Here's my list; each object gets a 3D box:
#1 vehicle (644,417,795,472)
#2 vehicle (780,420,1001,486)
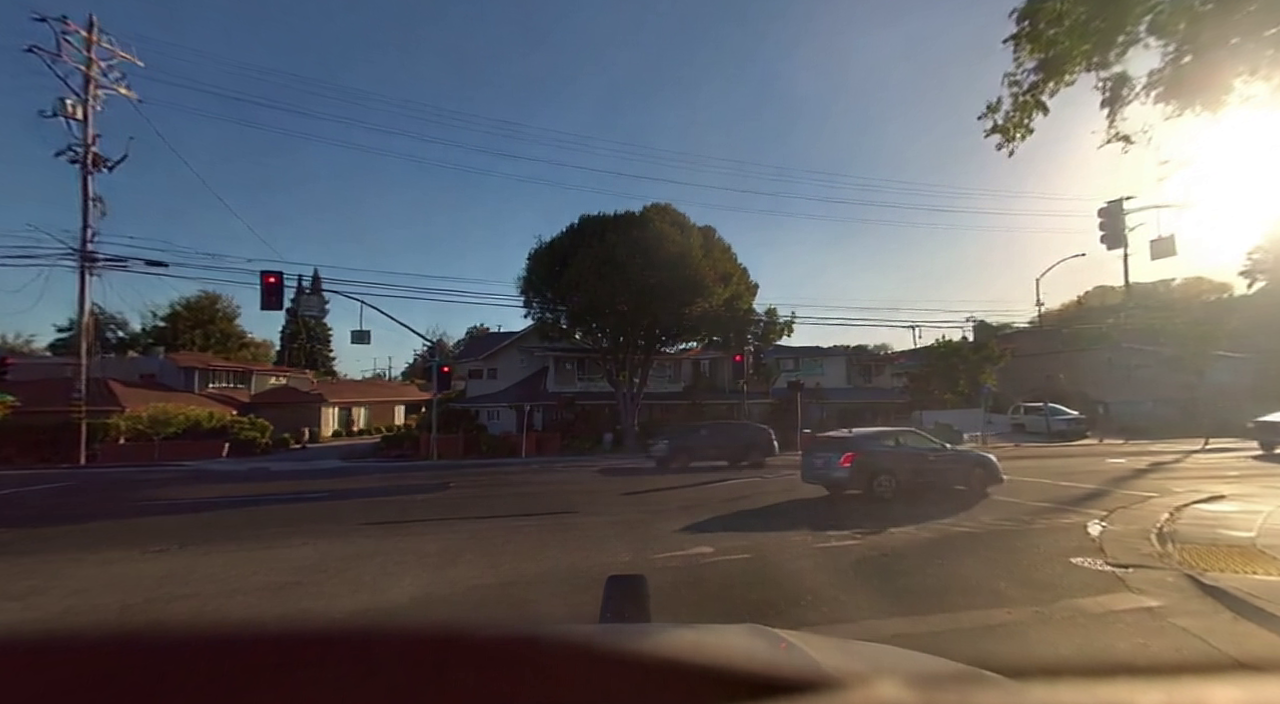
[{"bbox_3d":[2.812,3.319,22.661,4.966,1.806,2.007,2,-9,-15],"label":"vehicle"},{"bbox_3d":[6.082,2.456,15.493,4.757,1.442,1.858,2,-9,-13],"label":"vehicle"}]
